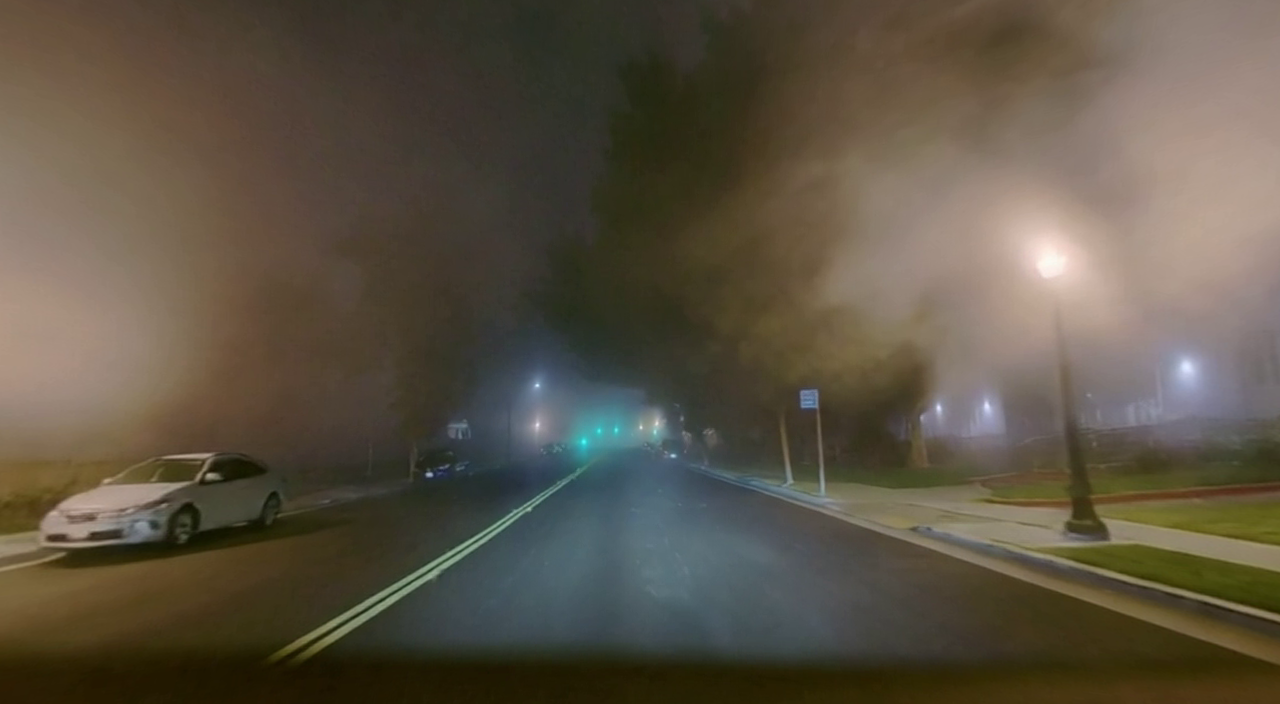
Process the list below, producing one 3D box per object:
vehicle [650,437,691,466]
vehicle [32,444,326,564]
[{"bbox_3d":[2.031,6.911,43.961,2.248,1.821,5.021,0,-9,-4],"label":"vehicle"},{"bbox_3d":[-7.513,2.441,11.031,1.928,1.537,4.439,-2,-8,-2],"label":"vehicle"}]
